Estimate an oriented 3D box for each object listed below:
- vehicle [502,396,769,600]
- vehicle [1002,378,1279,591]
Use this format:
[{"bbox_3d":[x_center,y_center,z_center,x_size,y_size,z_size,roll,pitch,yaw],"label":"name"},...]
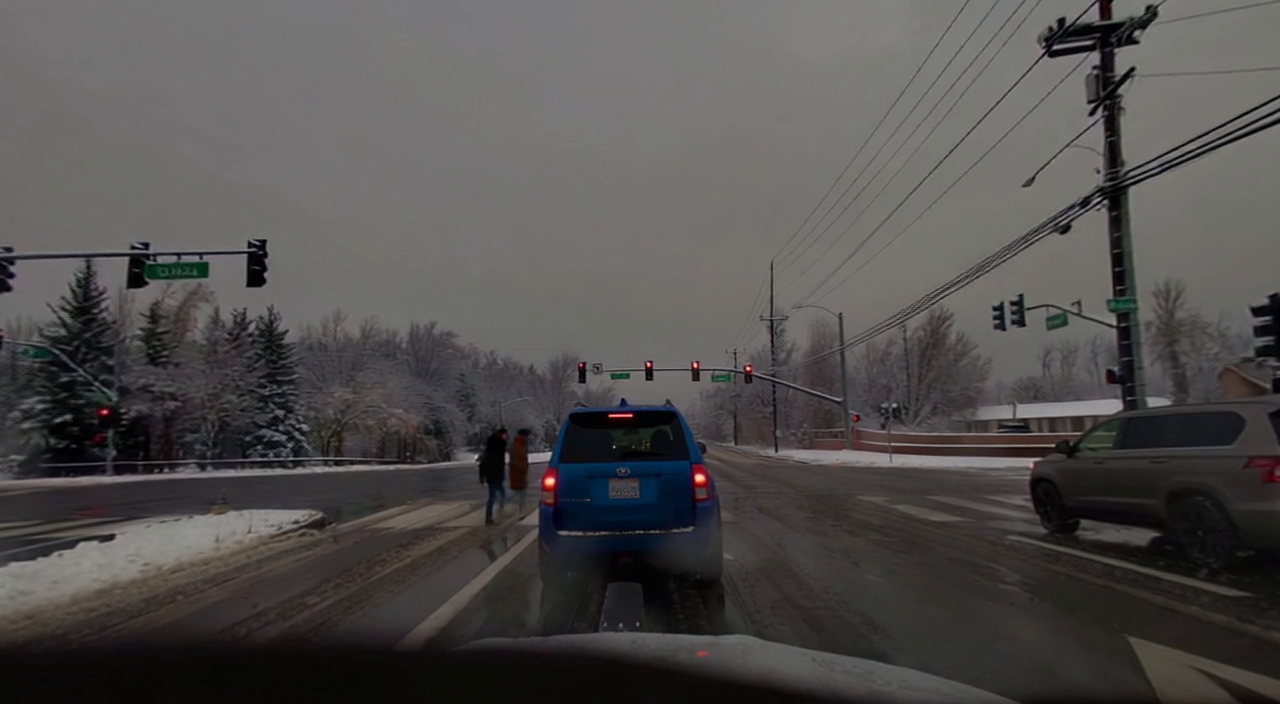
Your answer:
[{"bbox_3d":[-0.065,1.571,7.623,2.285,1.729,4.252,0,-9,-1],"label":"vehicle"},{"bbox_3d":[6.621,1.399,7.191,2.119,1.827,4.806,0,-9,0],"label":"vehicle"}]
